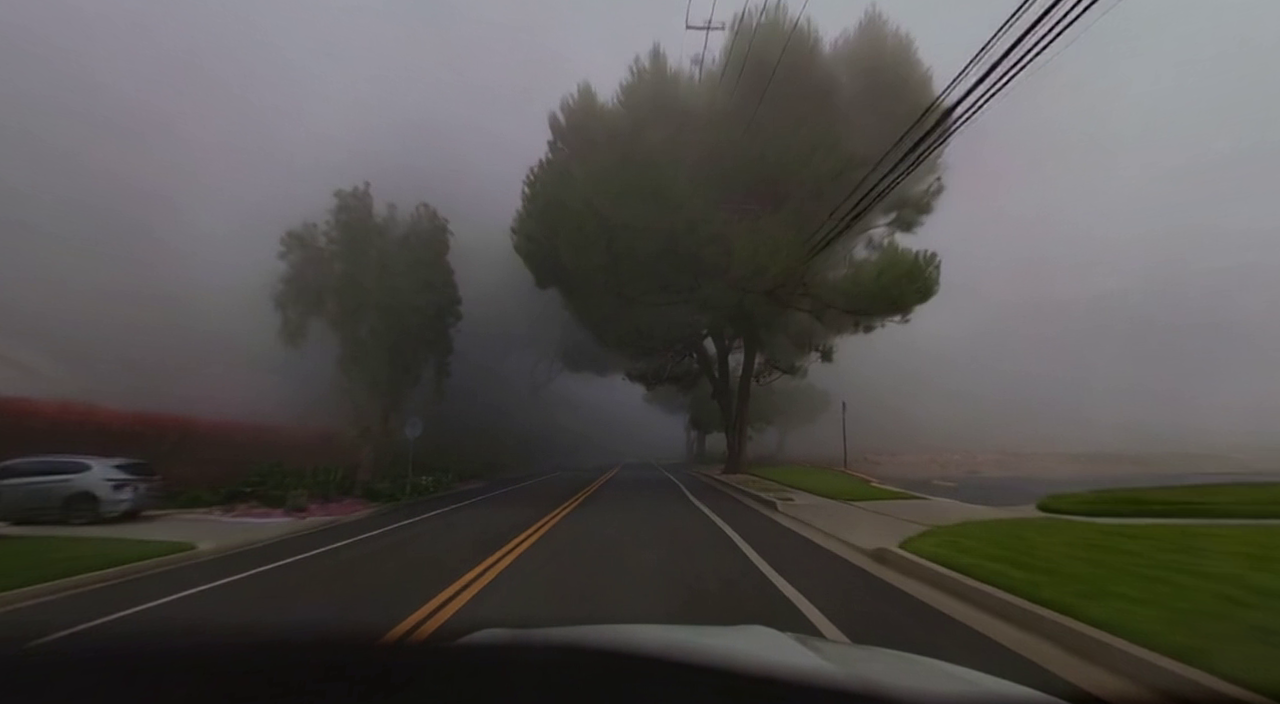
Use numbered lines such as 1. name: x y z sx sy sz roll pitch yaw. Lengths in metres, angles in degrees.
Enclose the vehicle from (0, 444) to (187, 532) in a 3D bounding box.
1. vehicle: -13.452 3.041 14.471 4.461 1.844 2.015 1 -9 -5
